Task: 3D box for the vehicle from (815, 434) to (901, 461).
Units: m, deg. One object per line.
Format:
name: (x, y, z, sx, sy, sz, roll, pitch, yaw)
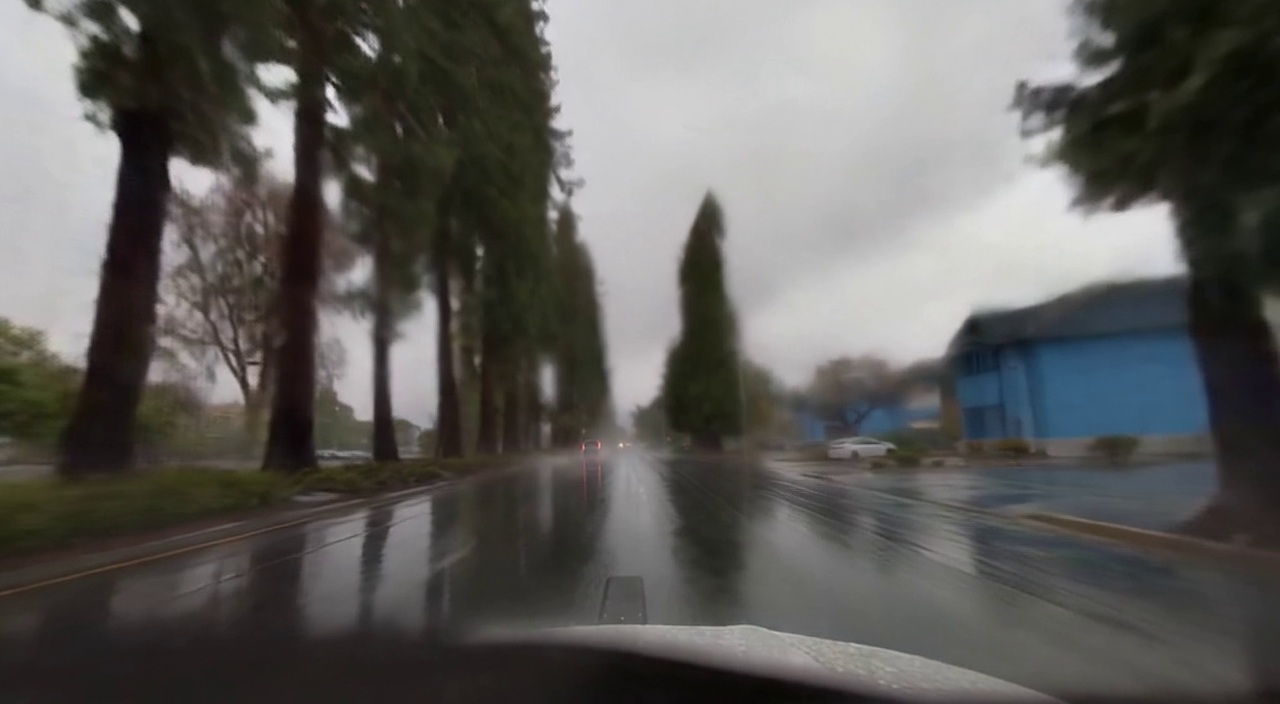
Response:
vehicle: (12.285, 5.394, 35.542, 4.630, 1.461, 1.817, 5, -9, -27)
